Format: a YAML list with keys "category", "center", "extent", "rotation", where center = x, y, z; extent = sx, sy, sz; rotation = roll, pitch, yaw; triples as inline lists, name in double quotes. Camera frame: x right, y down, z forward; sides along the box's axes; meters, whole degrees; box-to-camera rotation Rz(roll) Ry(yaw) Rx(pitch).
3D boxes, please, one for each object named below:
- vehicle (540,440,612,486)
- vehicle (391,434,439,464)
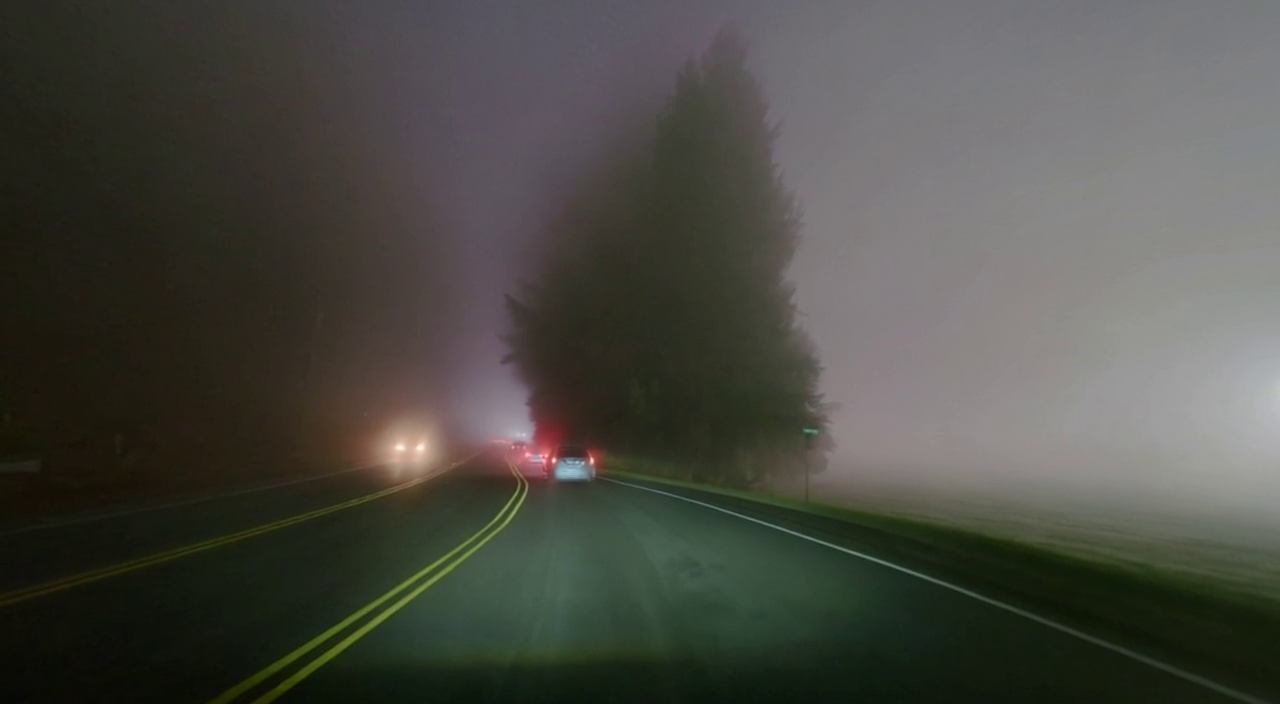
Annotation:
- category: "vehicle"
  center: [-2.439, 4.014, 23.165]
  extent: [2.296, 1.510, 4.068]
  rotation: [2, -9, -10]
- category: "vehicle"
  center: [-12.607, 5.456, 35.489]
  extent: [1.894, 1.621, 3.900]
  rotation: [1, -9, -10]
